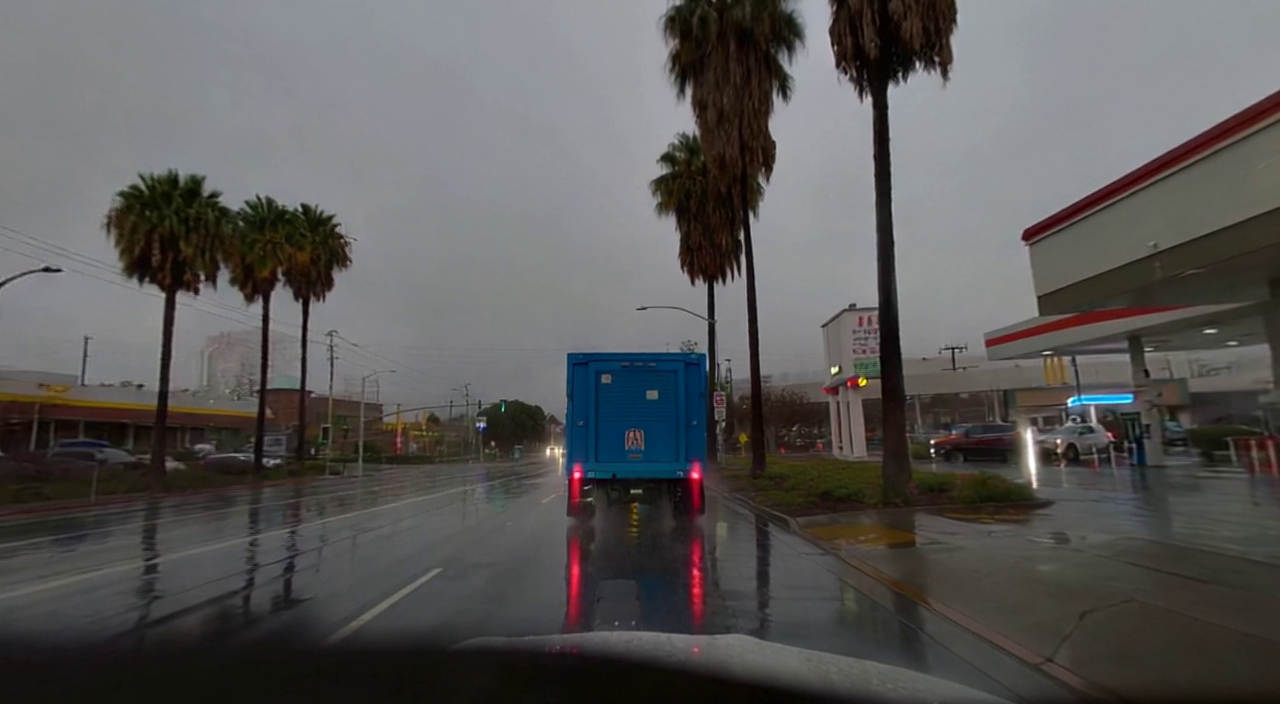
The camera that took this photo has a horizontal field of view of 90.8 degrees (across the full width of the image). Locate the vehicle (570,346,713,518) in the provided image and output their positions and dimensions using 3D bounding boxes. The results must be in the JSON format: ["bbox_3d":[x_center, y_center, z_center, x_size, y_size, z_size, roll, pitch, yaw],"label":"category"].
[{"bbox_3d":[0.028,1.761,13.996,2.463,2.954,5.938,1,-8,0],"label":"vehicle"}]

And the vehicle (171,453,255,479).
[{"bbox_3d":[-27.948,7.447,41.505,4.303,1.567,2.021,4,-9,-28],"label":"vehicle"}]

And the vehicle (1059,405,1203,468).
[{"bbox_3d":[15.768,2.693,20.236,4.472,1.730,1.939,2,-10,-31],"label":"vehicle"}]

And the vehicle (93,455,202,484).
[{"bbox_3d":[-27.612,6.581,35.614,4.493,1.453,1.912,4,-9,-27],"label":"vehicle"}]

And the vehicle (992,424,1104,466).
[{"bbox_3d":[15.260,3.467,23.569,4.105,1.433,1.931,6,-10,-33],"label":"vehicle"}]

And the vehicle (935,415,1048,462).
[{"bbox_3d":[15.998,3.955,28.700,5.078,1.937,2.326,6,-10,-34],"label":"vehicle"}]
